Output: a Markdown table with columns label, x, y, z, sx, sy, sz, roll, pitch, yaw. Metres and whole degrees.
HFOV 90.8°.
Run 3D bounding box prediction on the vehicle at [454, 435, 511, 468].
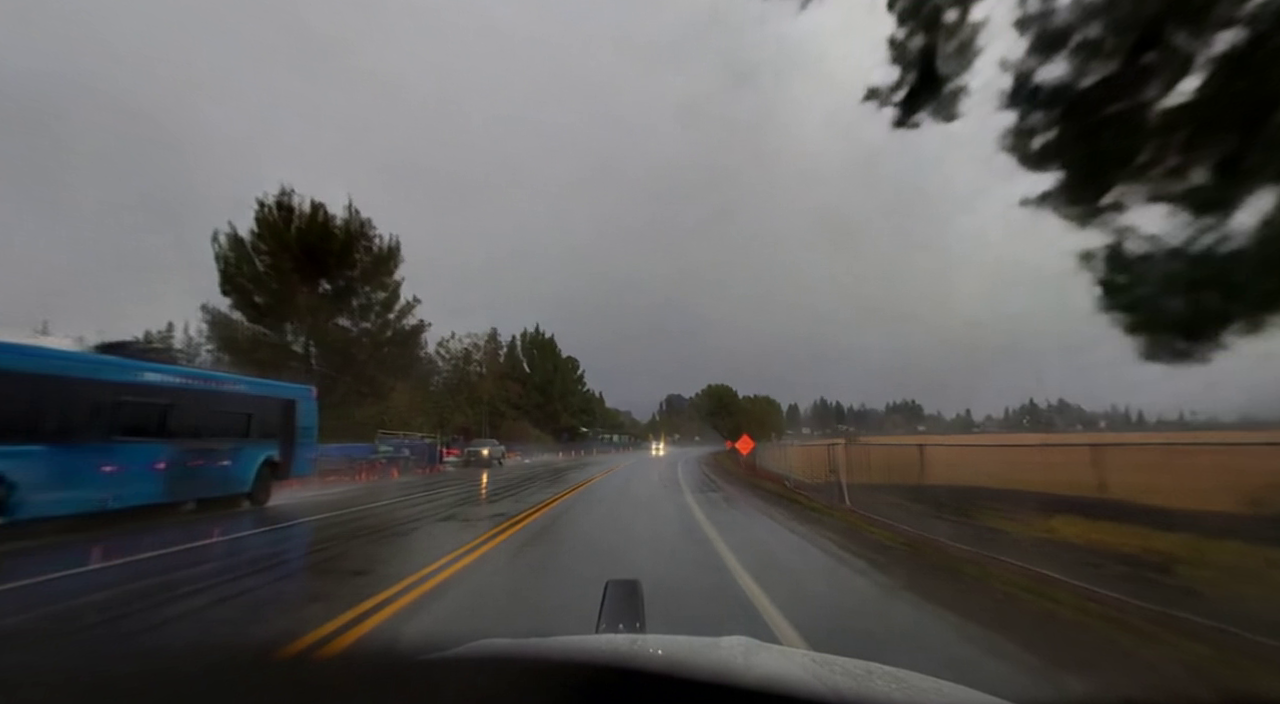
| label | x | y | z | sx | sy | sz | roll | pitch | yaw |
| --- | --- | --- | --- | --- | --- | --- | --- | --- | --- |
| vehicle | -10.775 | 6.819 | 43.706 | 2.244 | 2.022 | 6.102 | -3 | -8 | 1 |

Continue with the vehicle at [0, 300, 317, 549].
| label | x | y | z | sx | sy | sz | roll | pitch | yaw |
| --- | --- | --- | --- | --- | --- | --- | --- | --- | --- |
| vehicle | -10.693 | 1.440 | 11.602 | 3.092 | 3.562 | 12.230 | -4 | -7 | 1 |
